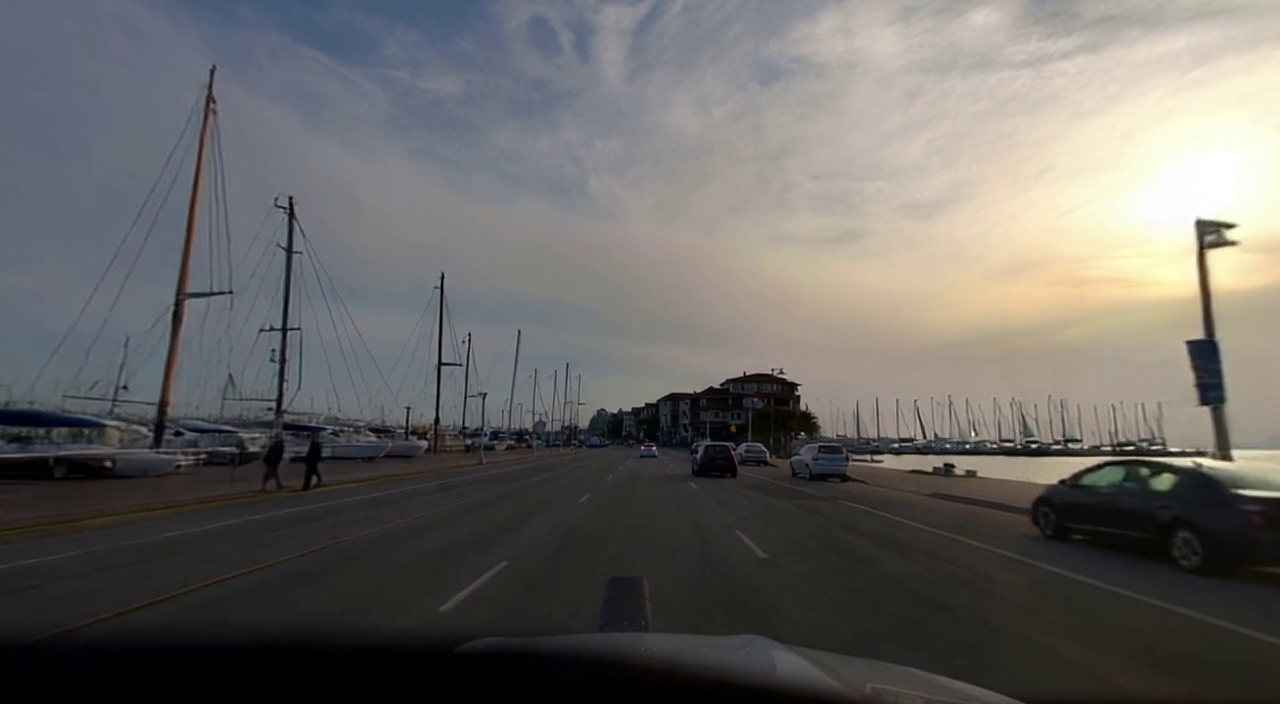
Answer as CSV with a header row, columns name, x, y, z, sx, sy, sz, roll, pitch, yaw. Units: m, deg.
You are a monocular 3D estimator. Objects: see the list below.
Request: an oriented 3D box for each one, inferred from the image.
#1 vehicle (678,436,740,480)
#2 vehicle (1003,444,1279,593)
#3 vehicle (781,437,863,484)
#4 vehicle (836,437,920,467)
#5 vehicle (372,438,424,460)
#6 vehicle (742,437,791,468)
name,x,y,z,sx,sy,sz,roll,pitch,yaw
vehicle,2.727,4.326,25.879,2.047,1.640,4.051,0,-9,0
vehicle,7.415,2.057,8.765,2.112,1.514,4.371,0,-9,0
vehicle,7.457,4.493,26.361,2.029,1.750,4.825,0,-9,1
vehicle,14.835,6.231,39.386,4.406,1.783,2.020,0,-8,-3
vehicle,-17.677,7.144,46.317,1.840,1.522,4.695,-1,-9,2
vehicle,8.226,6.551,41.371,2.056,1.896,5.062,0,-9,-1
